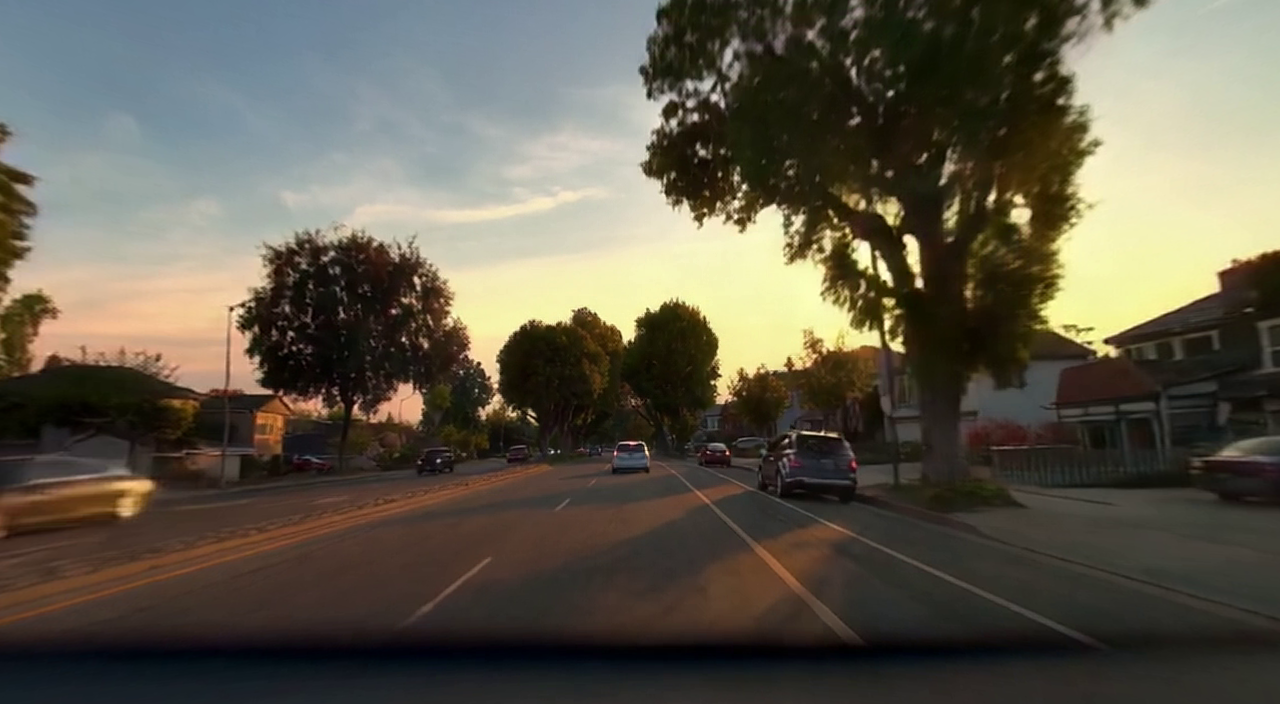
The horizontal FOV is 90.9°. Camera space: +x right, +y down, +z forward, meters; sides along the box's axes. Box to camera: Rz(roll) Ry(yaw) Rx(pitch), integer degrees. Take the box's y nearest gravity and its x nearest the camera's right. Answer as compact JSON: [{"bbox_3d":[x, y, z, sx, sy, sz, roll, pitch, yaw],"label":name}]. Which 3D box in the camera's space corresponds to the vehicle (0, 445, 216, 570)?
[{"bbox_3d":[-8.778,2.127,9.285,2.063,1.493,4.447,0,-8,-2],"label":"vehicle"}]

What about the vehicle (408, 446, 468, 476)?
[{"bbox_3d":[-11.456,6.176,36.078,1.914,1.476,4.702,-3,-8,0],"label":"vehicle"}]

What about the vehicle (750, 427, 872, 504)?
[{"bbox_3d":[4.144,2.818,16.049,1.992,1.695,4.101,0,-8,1],"label":"vehicle"}]

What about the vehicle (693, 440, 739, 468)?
[{"bbox_3d":[4.406,5.994,37.158,2.020,1.518,4.255,0,-8,-2],"label":"vehicle"}]

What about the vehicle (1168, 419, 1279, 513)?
[{"bbox_3d":[12.206,1.947,10.976,4.297,1.478,1.866,0,-8,0],"label":"vehicle"}]

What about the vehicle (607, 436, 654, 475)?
[{"bbox_3d":[-0.417,4.766,29.310,2.024,1.655,4.301,0,-8,0],"label":"vehicle"}]
